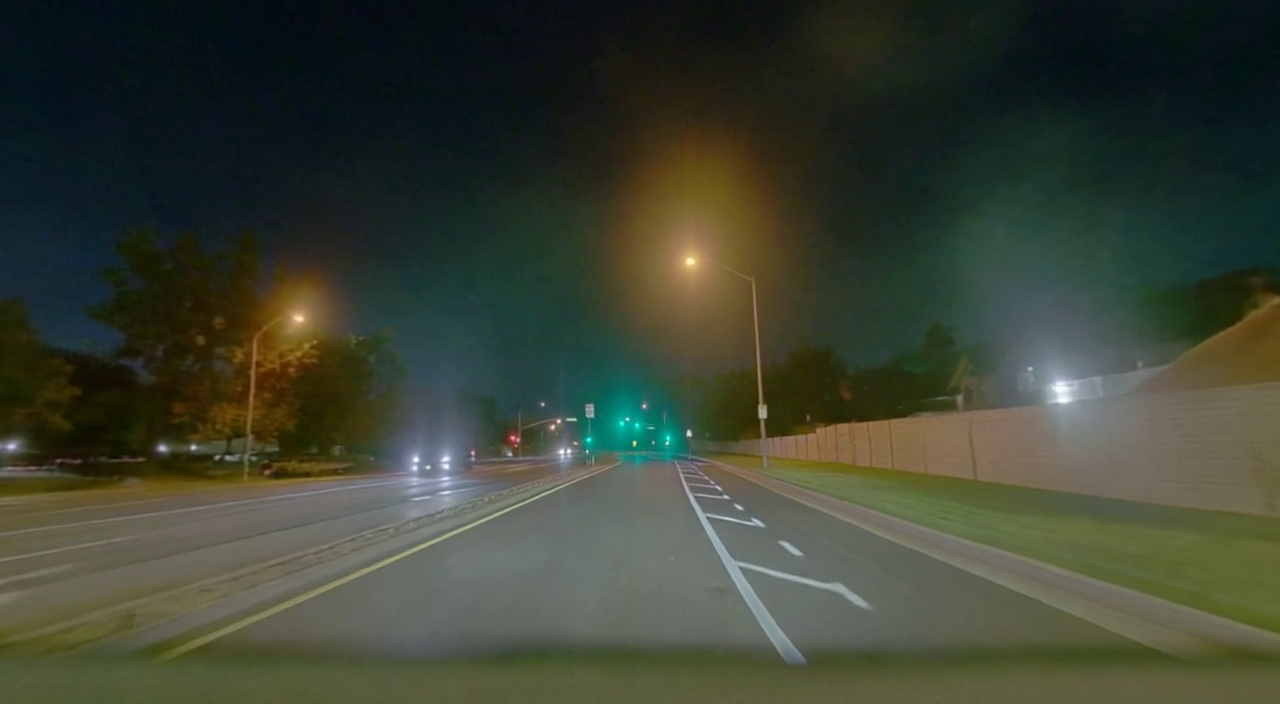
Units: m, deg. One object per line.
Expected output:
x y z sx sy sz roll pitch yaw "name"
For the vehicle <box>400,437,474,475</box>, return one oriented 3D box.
-11.010 5.678 34.665 2.336 1.905 4.908 0 -8 1 "vehicle"
